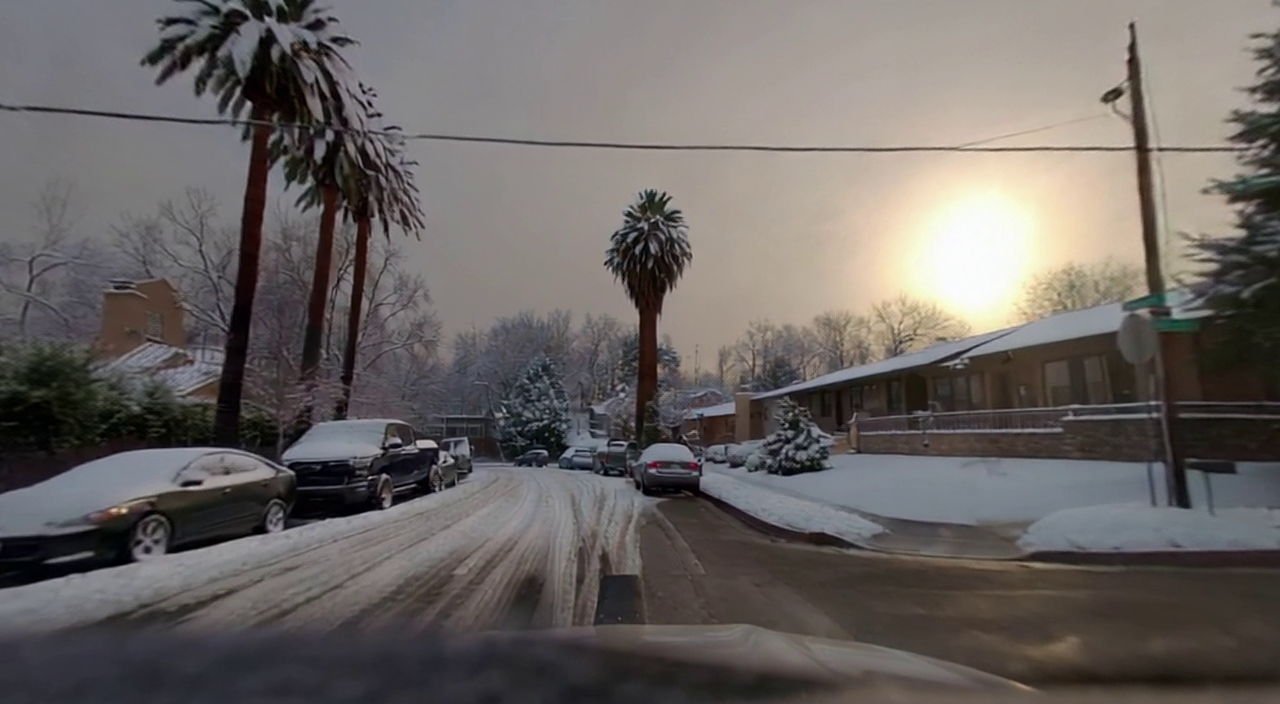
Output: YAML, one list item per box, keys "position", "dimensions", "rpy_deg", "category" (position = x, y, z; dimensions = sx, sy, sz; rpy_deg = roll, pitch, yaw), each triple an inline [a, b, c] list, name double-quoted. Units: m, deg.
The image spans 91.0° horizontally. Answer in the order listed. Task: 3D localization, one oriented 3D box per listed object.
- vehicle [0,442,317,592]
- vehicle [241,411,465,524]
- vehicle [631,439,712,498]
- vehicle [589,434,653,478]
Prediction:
- position: [-6.587, 2.081, 8.885]
  dimensions: [1.875, 1.585, 4.184]
  rpy_deg: [0, -8, -1]
  category: "vehicle"
- position: [-6.520, 2.740, 15.630]
  dimensions: [2.624, 2.178, 6.522]
  rpy_deg: [0, -8, -2]
  category: "vehicle"
- position: [0.882, 3.697, 20.419]
  dimensions: [2.076, 1.658, 4.604]
  rpy_deg: [1, -9, -4]
  category: "vehicle"
- position: [-1.059, 5.199, 31.686]
  dimensions: [2.139, 1.997, 4.864]
  rpy_deg: [2, -9, -15]
  category: "vehicle"
